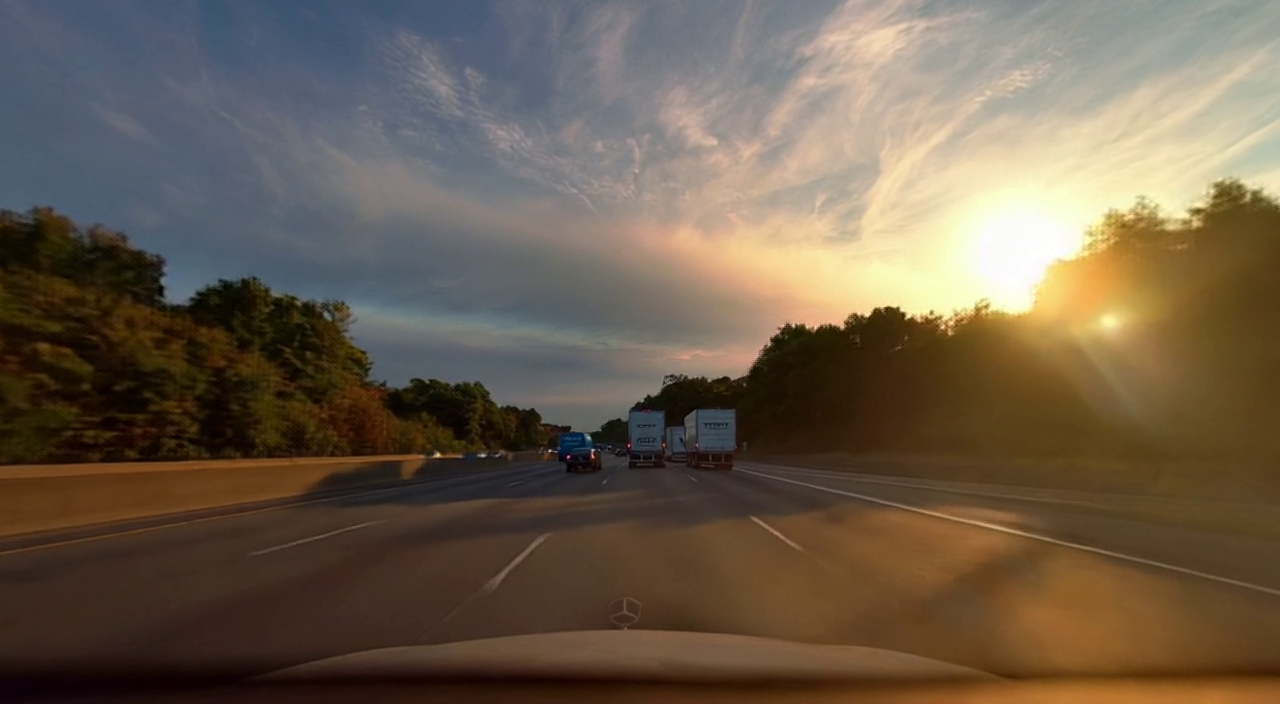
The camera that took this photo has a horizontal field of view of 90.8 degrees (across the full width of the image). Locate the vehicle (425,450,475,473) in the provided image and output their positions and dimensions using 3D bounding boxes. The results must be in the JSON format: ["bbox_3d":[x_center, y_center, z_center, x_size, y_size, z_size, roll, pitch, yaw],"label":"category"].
[{"bbox_3d":[-12.857,7.398,42.877,1.901,1.465,4.583,0,-9,1],"label":"vehicle"}]

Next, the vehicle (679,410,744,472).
[{"bbox_3d":[5.139,6.987,48.856,3.319,4.075,14.516,0,-9,0],"label":"vehicle"}]

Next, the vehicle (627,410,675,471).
[{"bbox_3d":[0.692,6.755,47.548,3.201,4.019,10.918,0,-9,0],"label":"vehicle"}]

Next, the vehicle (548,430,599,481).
[{"bbox_3d":[-3.108,4.917,30.099,2.033,2.234,3.490,0,-9,0],"label":"vehicle"}]
